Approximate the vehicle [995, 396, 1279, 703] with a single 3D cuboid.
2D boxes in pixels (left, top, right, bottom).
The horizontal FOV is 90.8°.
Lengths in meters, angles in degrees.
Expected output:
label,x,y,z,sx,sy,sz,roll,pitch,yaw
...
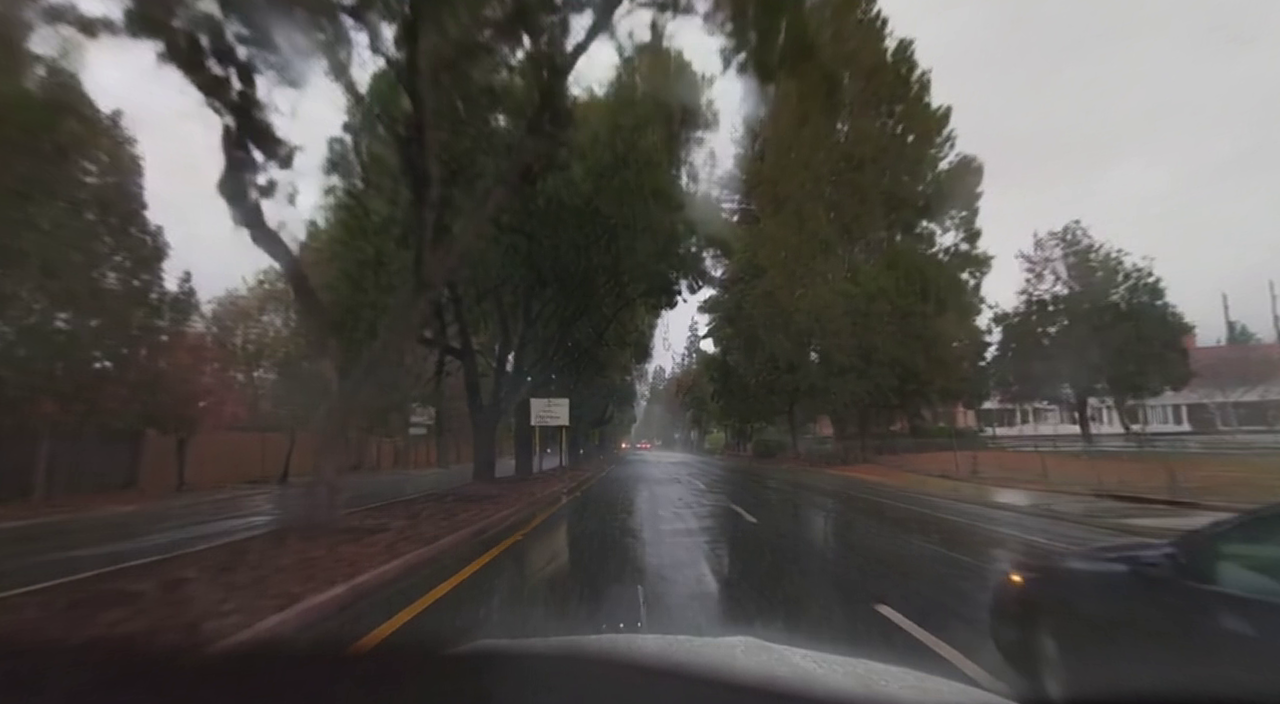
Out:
label,x,y,z,sx,sy,sz,roll,pitch,yaw
vehicle,3.481,0.901,2.174,1.985,1.529,4.316,0,-9,0
